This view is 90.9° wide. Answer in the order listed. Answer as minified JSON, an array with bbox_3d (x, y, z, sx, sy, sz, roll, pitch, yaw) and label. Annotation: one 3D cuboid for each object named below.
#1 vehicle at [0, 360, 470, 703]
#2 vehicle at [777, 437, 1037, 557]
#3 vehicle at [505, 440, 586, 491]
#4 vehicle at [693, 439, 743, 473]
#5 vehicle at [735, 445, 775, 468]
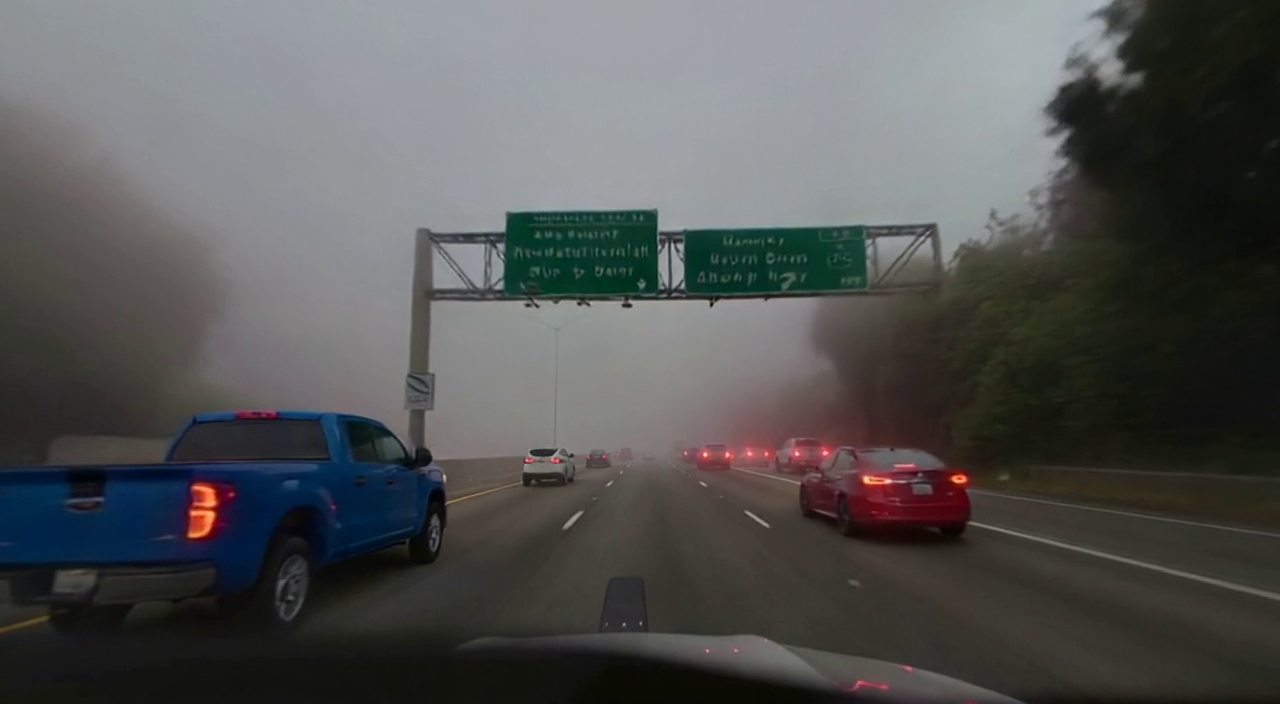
[{"bbox_3d":[-3.255,1.264,5.585,2.139,1.764,4.707,0,-8,0],"label":"vehicle"},{"bbox_3d":[3.841,2.154,10.277,2.040,1.461,4.822,0,-8,-1],"label":"vehicle"},{"bbox_3d":[-3.192,3.939,22.343,1.974,1.589,5.047,0,-8,1],"label":"vehicle"},{"bbox_3d":[4.340,5.876,35.929,2.144,1.752,4.765,0,-8,-1],"label":"vehicle"},{"bbox_3d":[7.983,7.291,44.153,1.904,1.473,4.598,0,-8,-1],"label":"vehicle"}]
